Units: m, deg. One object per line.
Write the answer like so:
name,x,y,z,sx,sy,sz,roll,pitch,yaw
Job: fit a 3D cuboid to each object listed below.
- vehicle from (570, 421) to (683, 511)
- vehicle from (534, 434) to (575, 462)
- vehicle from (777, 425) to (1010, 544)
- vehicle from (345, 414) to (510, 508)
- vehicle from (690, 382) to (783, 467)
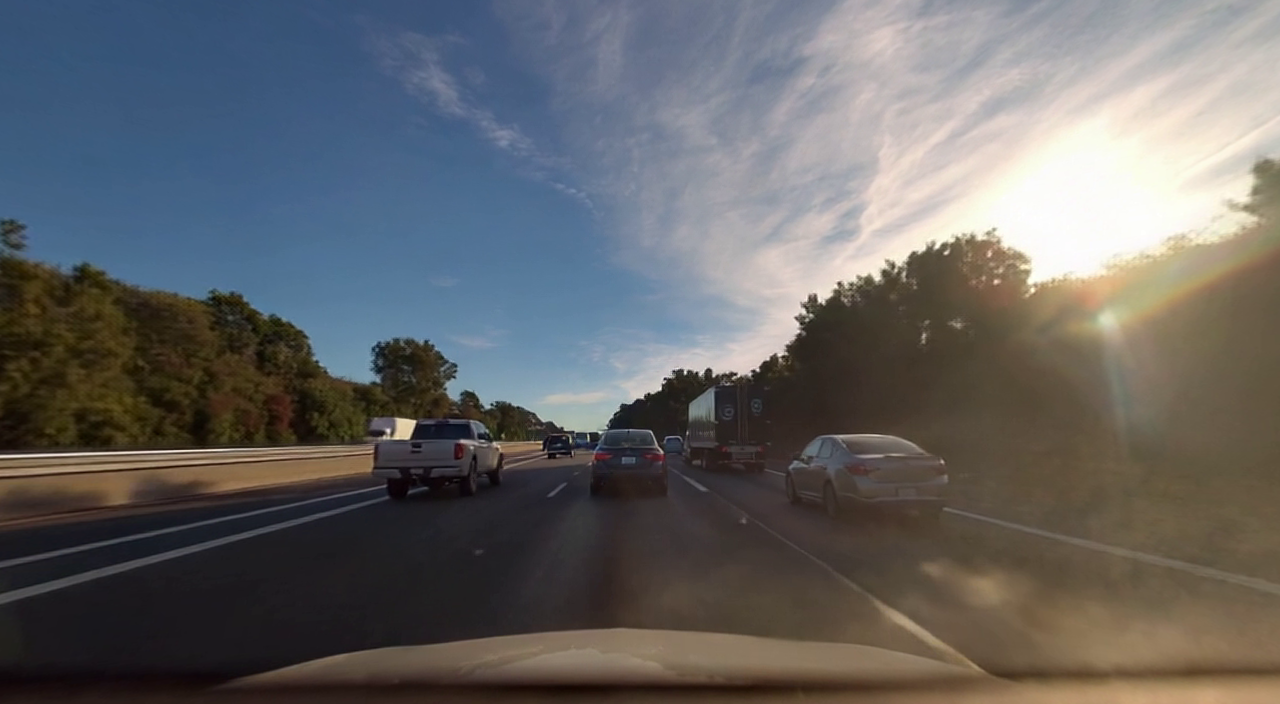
vehicle,-0.281,2.375,13.607,2.083,1.647,3.799,0,-8,-1
vehicle,-5.239,5.914,39.086,1.971,1.648,3.983,0,-8,-1
vehicle,3.642,1.947,9.975,1.951,1.477,3.963,0,-8,-1
vehicle,-4.533,2.396,14.388,2.101,1.767,4.702,0,-8,0
vehicle,5.248,4.462,37.656,2.888,4.135,14.071,0,-8,-2
